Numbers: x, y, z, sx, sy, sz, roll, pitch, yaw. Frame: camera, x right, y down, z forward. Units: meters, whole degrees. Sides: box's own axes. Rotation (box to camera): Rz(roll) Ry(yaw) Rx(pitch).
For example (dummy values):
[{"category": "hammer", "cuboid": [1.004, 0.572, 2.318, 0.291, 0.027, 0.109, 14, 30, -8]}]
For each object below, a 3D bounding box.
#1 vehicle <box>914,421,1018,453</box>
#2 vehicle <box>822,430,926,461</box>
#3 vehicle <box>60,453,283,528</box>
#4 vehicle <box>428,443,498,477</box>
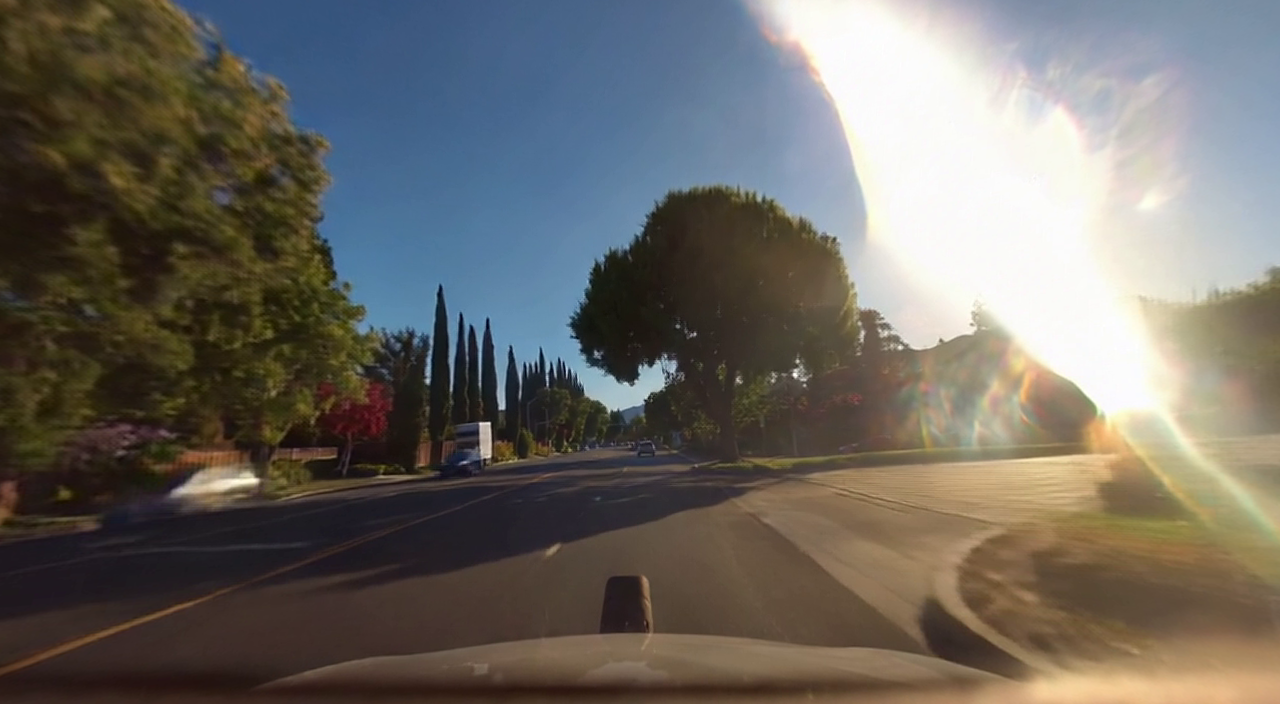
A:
[{"category": "vehicle", "cuboid": [18.904, 4.951, 36.675, 4.821, 1.832, 2.196, 0, -8, -2]}, {"category": "vehicle", "cuboid": [13.479, 5.384, 36.533, 5.177, 1.468, 2.090, -3, -6, 3]}, {"category": "vehicle", "cuboid": [-11.290, 3.315, 15.734, 2.026, 1.519, 4.534, 0, -8, 1]}, {"category": "vehicle", "cuboid": [-8.518, 5.235, 30.837, 1.961, 1.518, 4.846, 0, -8, 1]}]
